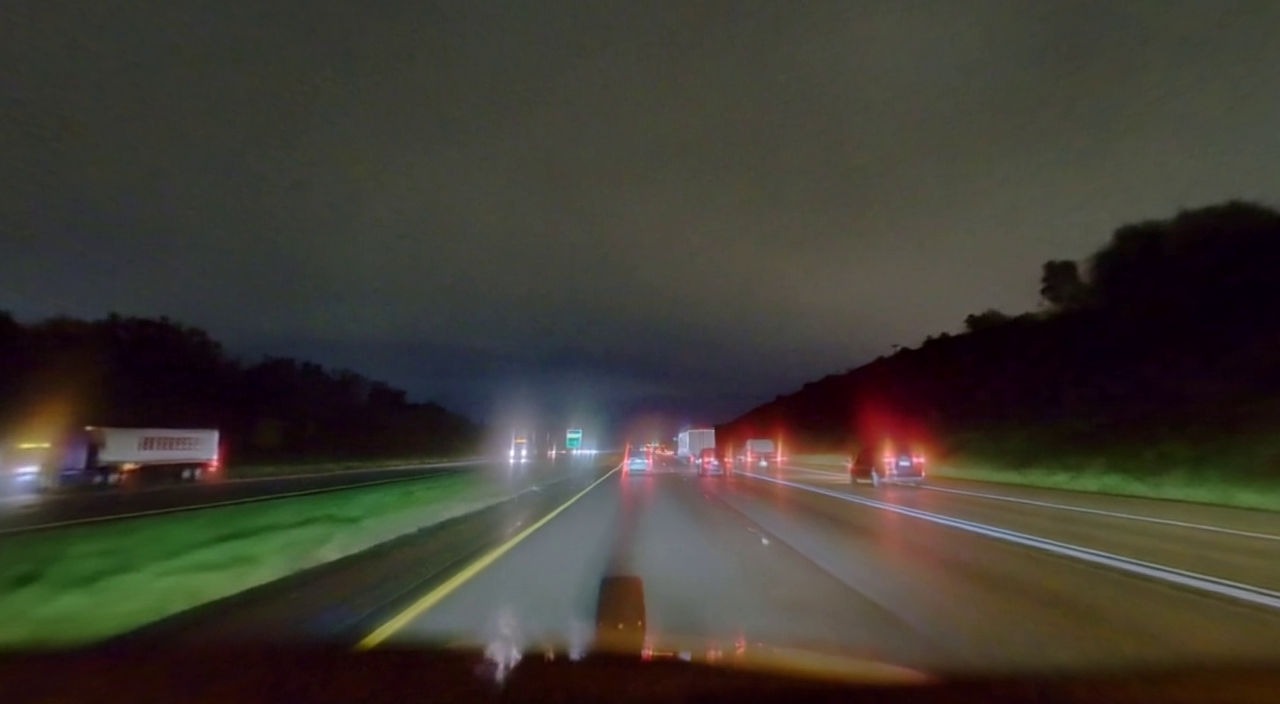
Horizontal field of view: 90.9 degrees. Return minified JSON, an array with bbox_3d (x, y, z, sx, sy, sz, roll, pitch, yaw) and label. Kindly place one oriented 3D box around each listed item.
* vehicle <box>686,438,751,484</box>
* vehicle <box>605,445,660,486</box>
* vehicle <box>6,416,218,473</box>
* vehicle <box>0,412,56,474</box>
[{"bbox_3d":[3.145,4.483,26.153,2.048,1.704,4.284,0,-9,-1],"label":"vehicle"},{"bbox_3d":[-0.294,4.368,24.431,1.970,1.441,3.846,0,-9,-1],"label":"vehicle"},{"bbox_3d":[-35.528,6.512,43.820,2.733,3.285,14.018,0,-9,0],"label":"vehicle"},{"bbox_3d":[-35.487,5.057,34.981,2.857,3.275,3.008,0,-9,1],"label":"vehicle"}]
